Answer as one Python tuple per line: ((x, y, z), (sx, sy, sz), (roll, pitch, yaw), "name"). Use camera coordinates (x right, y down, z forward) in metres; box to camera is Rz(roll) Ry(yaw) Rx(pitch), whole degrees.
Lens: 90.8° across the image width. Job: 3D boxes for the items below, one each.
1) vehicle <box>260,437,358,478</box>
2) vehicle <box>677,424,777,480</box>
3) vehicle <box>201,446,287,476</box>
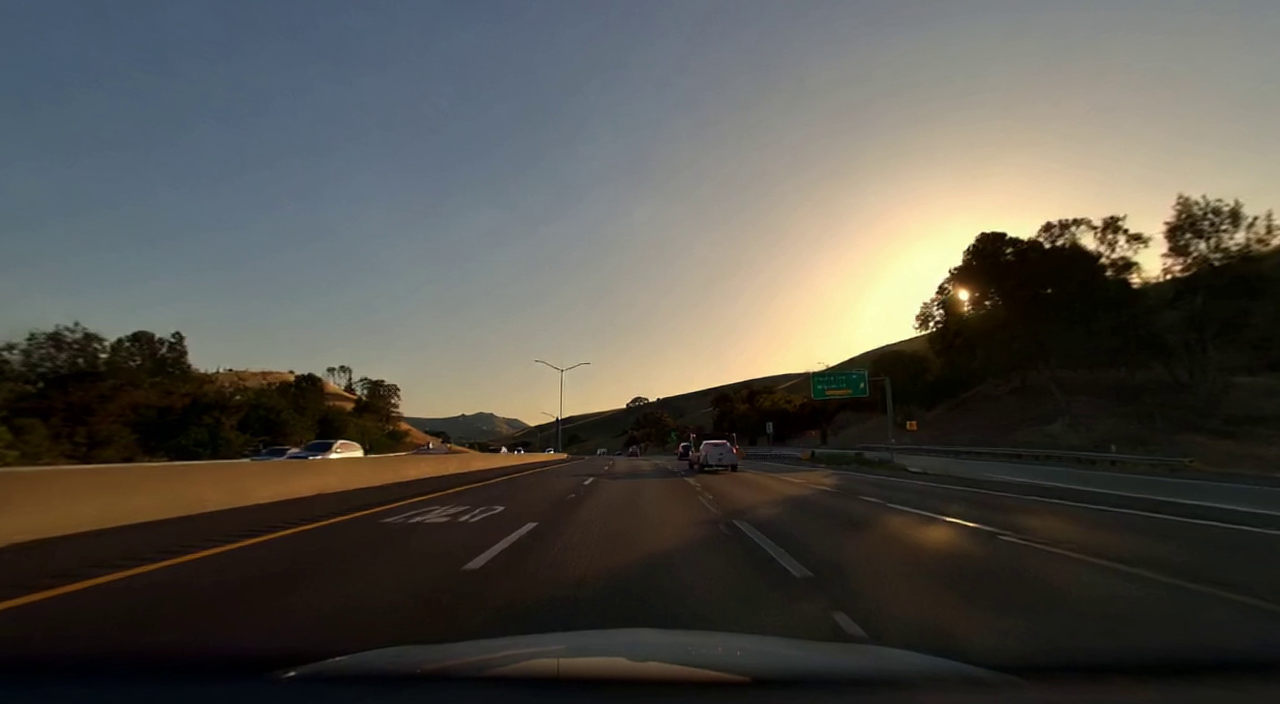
((-14.382, 4.606, 27.746), (1.969, 1.656, 4.297), (0, -8, -1), "vehicle")
((3.440, 4.281, 27.378), (2.981, 2.053, 7.897), (0, -8, -2), "vehicle")
((-22.240, 6.091, 35.697), (1.952, 1.552, 4.670), (0, -8, -2), "vehicle")
